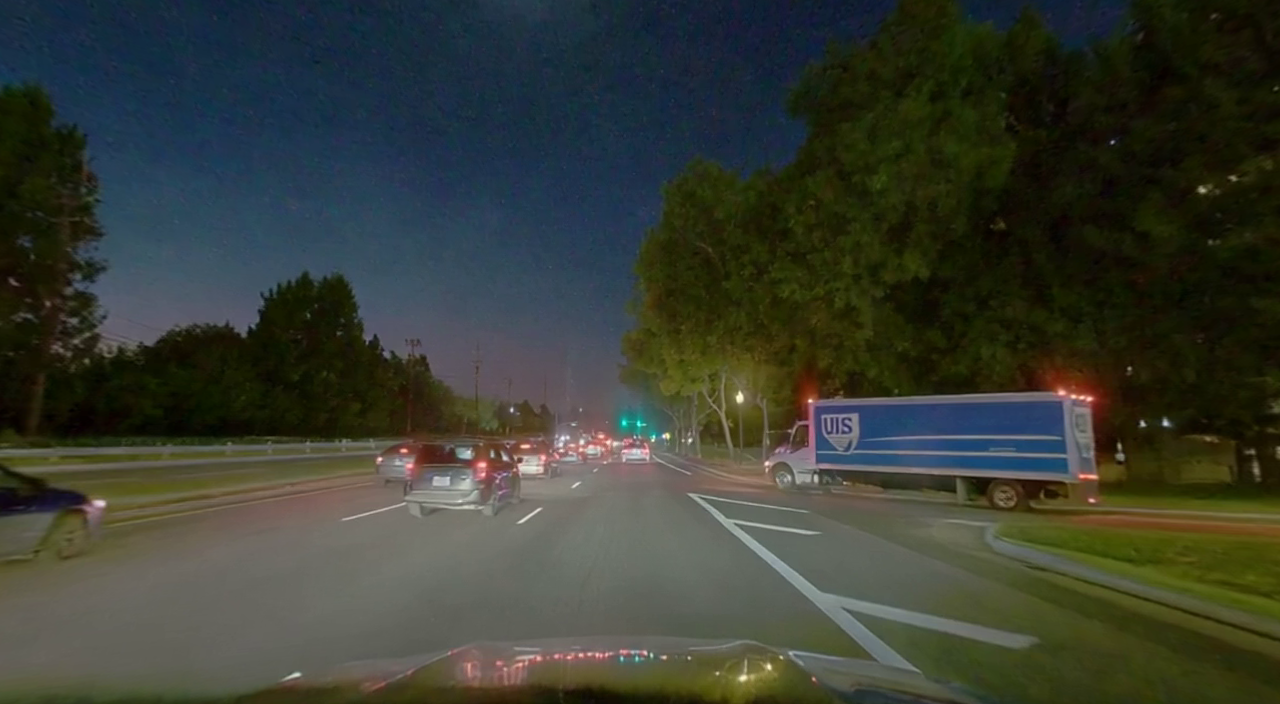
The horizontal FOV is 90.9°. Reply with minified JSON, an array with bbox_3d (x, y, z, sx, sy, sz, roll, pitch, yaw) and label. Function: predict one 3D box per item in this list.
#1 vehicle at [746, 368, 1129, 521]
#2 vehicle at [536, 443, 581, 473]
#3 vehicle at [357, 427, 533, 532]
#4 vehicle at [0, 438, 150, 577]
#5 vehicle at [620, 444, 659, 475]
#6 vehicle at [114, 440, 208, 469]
[{"bbox_3d":[7.416,2.492,17.136,3.138,3.120,8.670,8,-12,-44],"label":"vehicle"},{"bbox_3d":[-4.368,5.686,34.216,1.871,1.502,4.240,0,-8,0],"label":"vehicle"},{"bbox_3d":[-3.535,2.395,12.460,2.007,1.664,4.431,0,-8,1],"label":"vehicle"},{"bbox_3d":[-7.830,1.627,6.440,1.922,1.473,4.640,0,-8,0],"label":"vehicle"},{"bbox_3d":[-0.064,5.525,32.636,1.875,1.453,3.888,0,-8,-1],"label":"vehicle"},{"bbox_3d":[-26.449,5.667,35.046,1.822,1.472,4.553,0,-8,-3],"label":"vehicle"}]
